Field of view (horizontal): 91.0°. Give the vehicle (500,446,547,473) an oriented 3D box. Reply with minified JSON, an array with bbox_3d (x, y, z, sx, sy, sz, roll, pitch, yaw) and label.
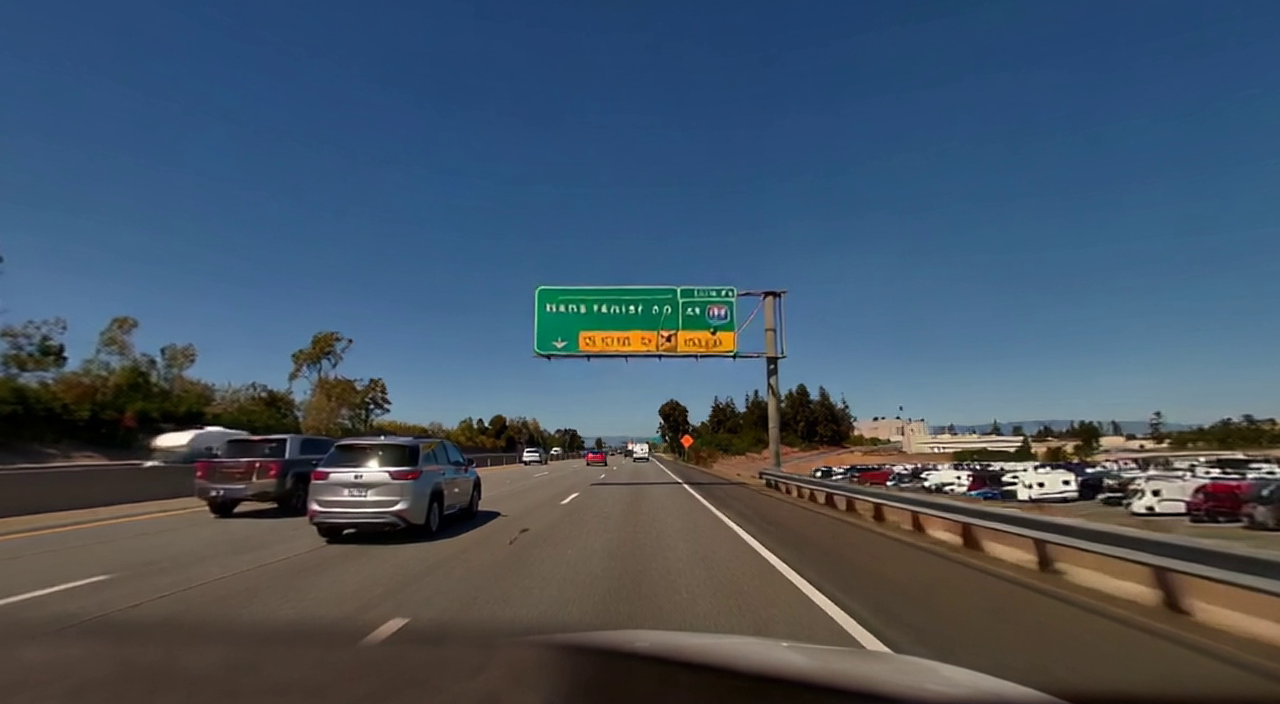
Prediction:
[{"bbox_3d":[-7.416,6.846,40.384,2.046,1.644,4.422,0,-9,2],"label":"vehicle"}]

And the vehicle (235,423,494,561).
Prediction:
[{"bbox_3d":[-3.895,2.047,9.918,2.070,1.665,4.213,0,-9,1],"label":"vehicle"}]
